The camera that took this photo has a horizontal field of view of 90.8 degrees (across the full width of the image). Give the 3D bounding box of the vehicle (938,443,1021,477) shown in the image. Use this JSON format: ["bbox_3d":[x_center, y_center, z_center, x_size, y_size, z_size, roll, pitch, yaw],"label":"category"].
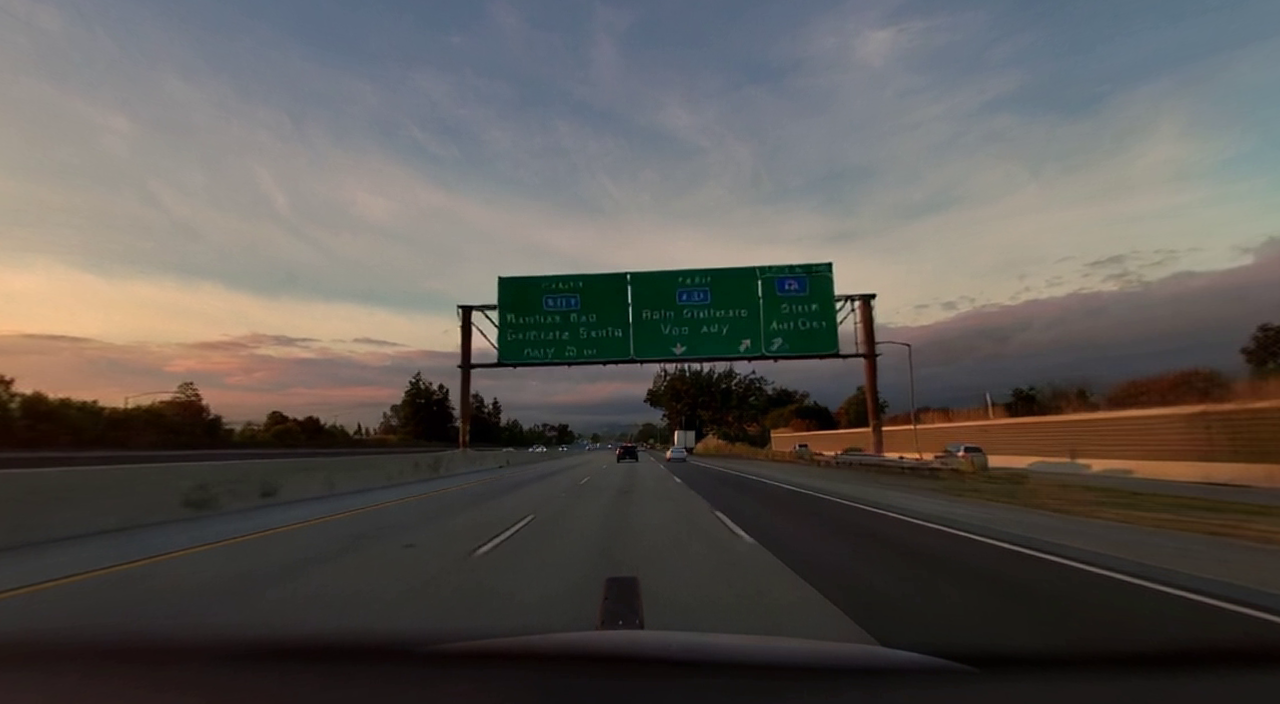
[{"bbox_3d":[16.717,5.337,31.404,1.867,1.563,4.436,-1,-9,3],"label":"vehicle"}]

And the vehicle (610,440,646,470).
[{"bbox_3d":[-0.697,6.289,38.730,2.121,1.739,4.087,0,-9,0],"label":"vehicle"}]
